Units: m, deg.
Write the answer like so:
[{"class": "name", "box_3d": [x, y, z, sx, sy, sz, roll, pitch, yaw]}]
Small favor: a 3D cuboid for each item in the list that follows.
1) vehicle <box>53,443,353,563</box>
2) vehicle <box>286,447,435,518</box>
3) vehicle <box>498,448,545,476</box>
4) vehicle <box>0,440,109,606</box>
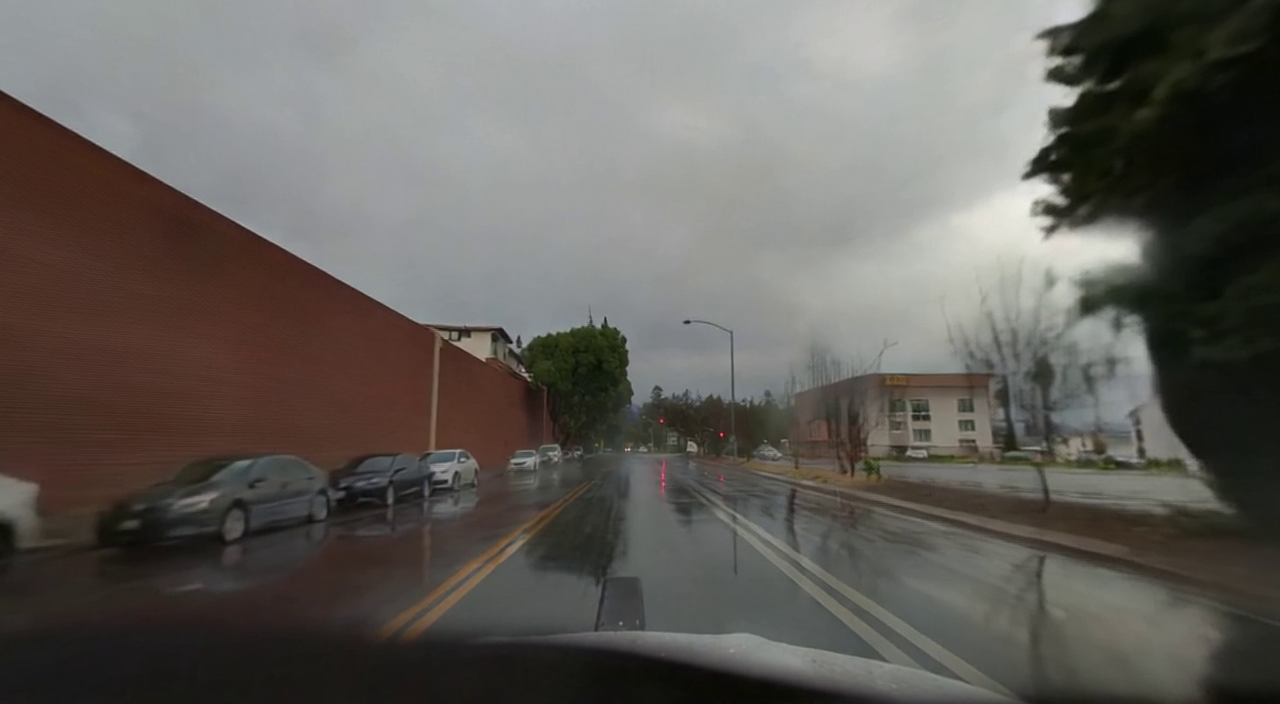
[{"class": "vehicle", "box_3d": [-6.855, 2.336, 10.700, 1.779, 1.473, 4.510, 1, -8, 1]}, {"class": "vehicle", "box_3d": [-6.792, 3.164, 15.962, 1.760, 1.434, 4.471, 1, -8, -1]}, {"class": "vehicle", "box_3d": [-7.072, 6.613, 38.165, 1.989, 1.485, 4.218, 2, -8, 0]}, {"class": "vehicle", "box_3d": [-6.777, 1.391, 4.578, 1.899, 1.485, 4.593, 2, -8, -1]}]
